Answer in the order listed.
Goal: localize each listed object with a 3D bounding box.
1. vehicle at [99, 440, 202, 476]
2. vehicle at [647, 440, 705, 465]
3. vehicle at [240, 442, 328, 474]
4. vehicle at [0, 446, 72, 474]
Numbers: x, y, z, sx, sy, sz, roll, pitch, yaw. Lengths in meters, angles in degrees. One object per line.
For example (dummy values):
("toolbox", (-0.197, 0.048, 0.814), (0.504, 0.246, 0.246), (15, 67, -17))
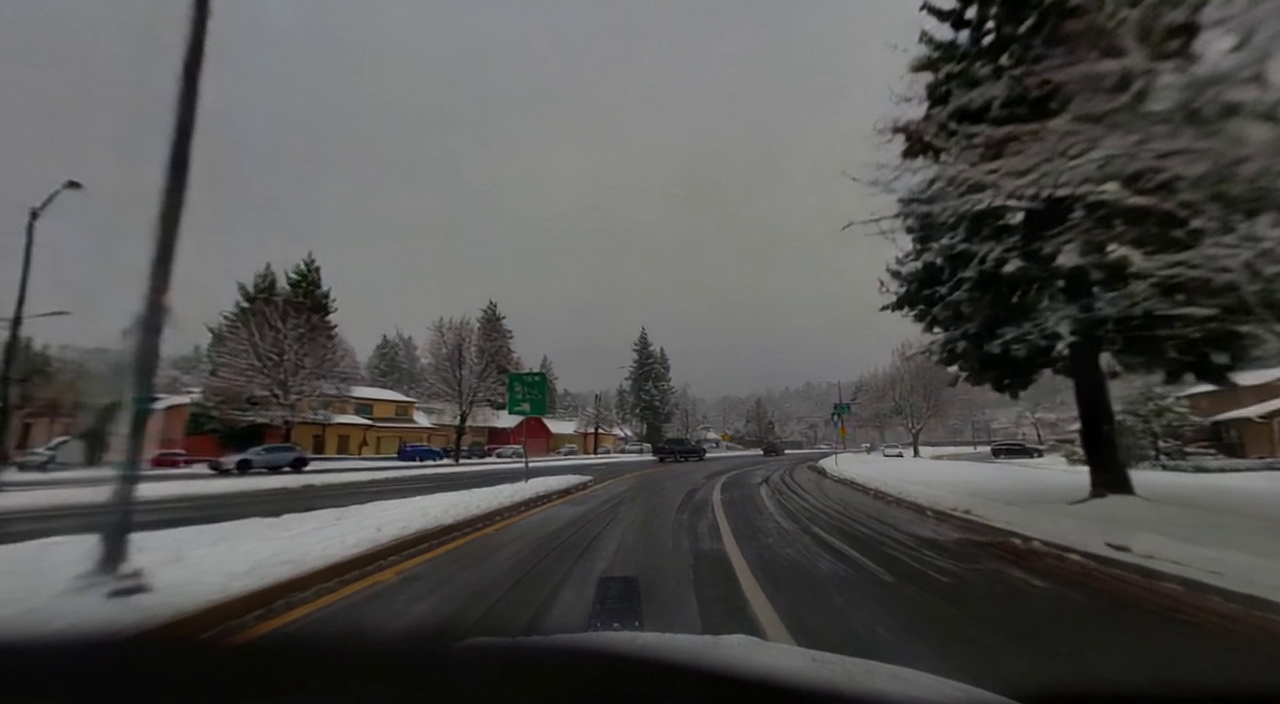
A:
("vehicle", (-29.831, 6.548, 38.678), (1.944, 1.714, 4.408), (-8, -16, 22))
("vehicle", (2.428, 6.571, 41.374), (2.081, 1.489, 4.863), (-4, -10, 26))
("vehicle", (-18.240, 5.418, 32.516), (1.753, 1.553, 3.575), (-3, -9, 20))
("vehicle", (-36.652, 6.476, 38.027), (4.207, 1.612, 1.951), (-4, -9, 24))
